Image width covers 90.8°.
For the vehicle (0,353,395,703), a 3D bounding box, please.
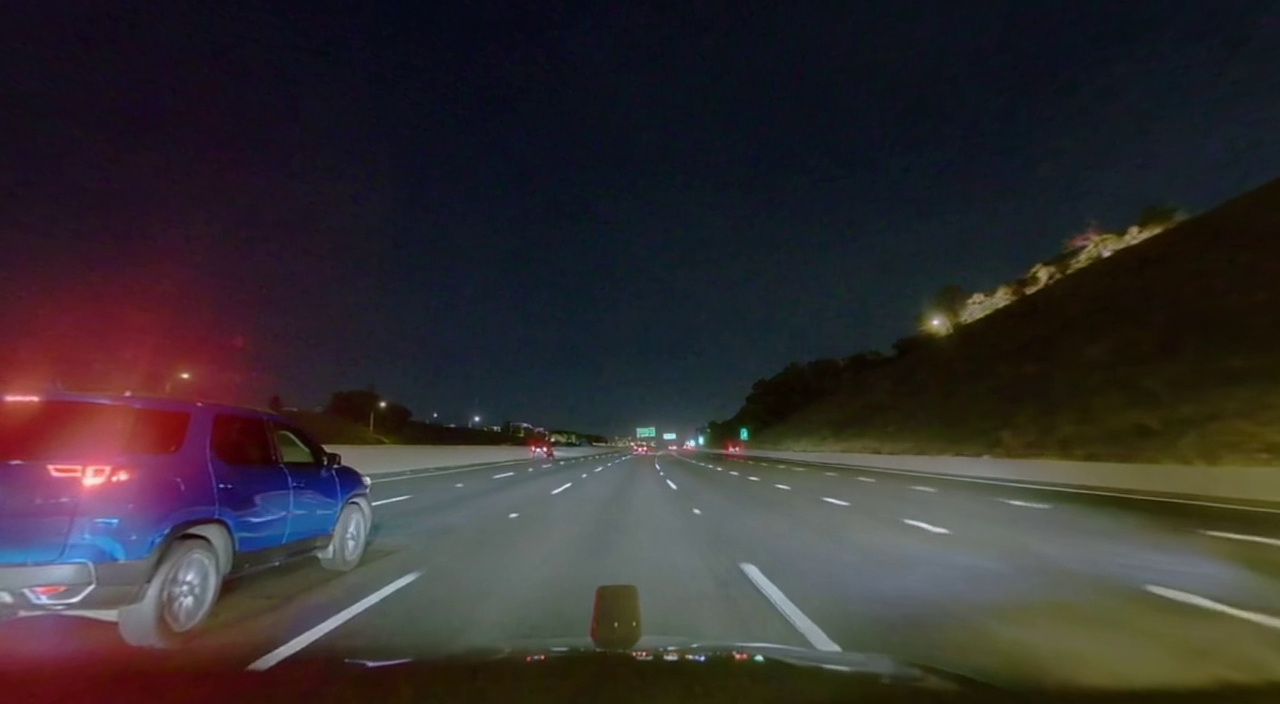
[{"bbox_3d":[-3.880,1.186,4.911,2.047,1.715,4.689,0,-9,0],"label":"vehicle"}]
